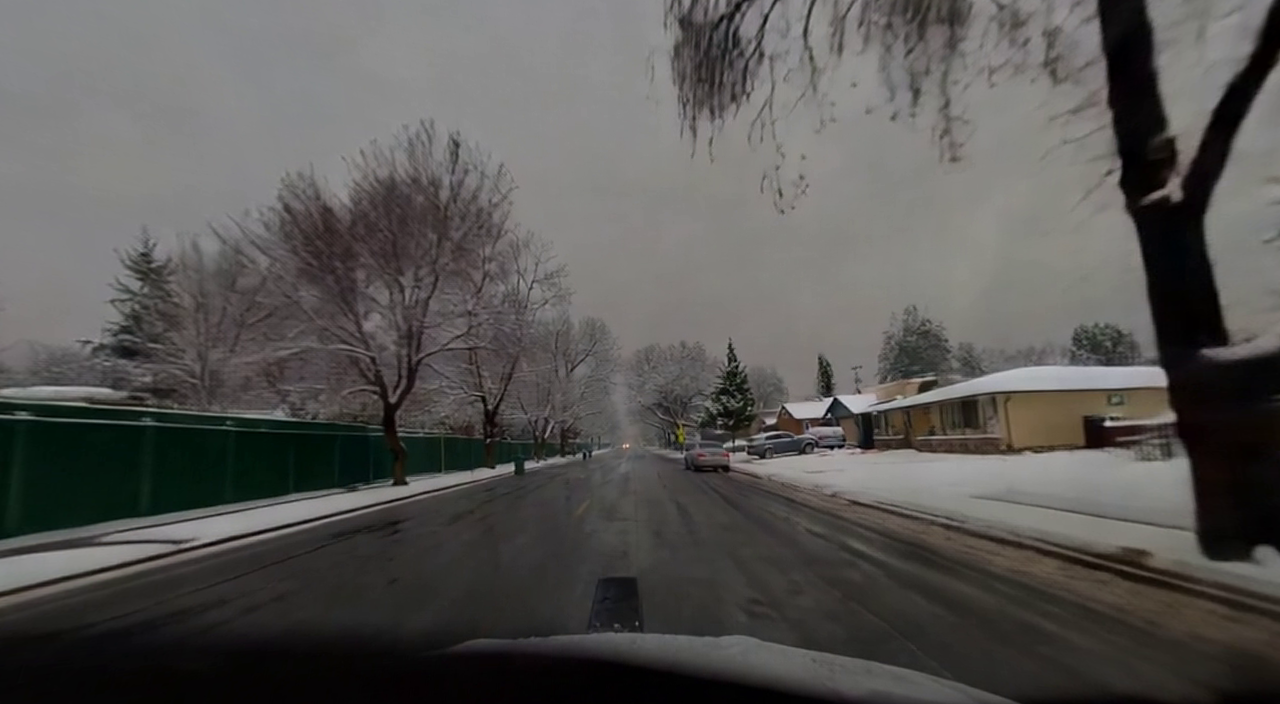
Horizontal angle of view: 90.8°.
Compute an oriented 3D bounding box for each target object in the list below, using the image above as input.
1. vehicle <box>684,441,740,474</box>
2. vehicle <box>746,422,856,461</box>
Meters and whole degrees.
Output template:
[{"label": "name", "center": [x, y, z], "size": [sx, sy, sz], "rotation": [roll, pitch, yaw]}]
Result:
[{"label": "vehicle", "center": [3.569, 5.304, 32.133], "size": [2.051, 1.524, 5.047], "rotation": [0, -8, -2]}, {"label": "vehicle", "center": [9.614, 5.418, 38.217], "size": [5.935, 1.911, 2.236], "rotation": [-4, -9, 0]}]
